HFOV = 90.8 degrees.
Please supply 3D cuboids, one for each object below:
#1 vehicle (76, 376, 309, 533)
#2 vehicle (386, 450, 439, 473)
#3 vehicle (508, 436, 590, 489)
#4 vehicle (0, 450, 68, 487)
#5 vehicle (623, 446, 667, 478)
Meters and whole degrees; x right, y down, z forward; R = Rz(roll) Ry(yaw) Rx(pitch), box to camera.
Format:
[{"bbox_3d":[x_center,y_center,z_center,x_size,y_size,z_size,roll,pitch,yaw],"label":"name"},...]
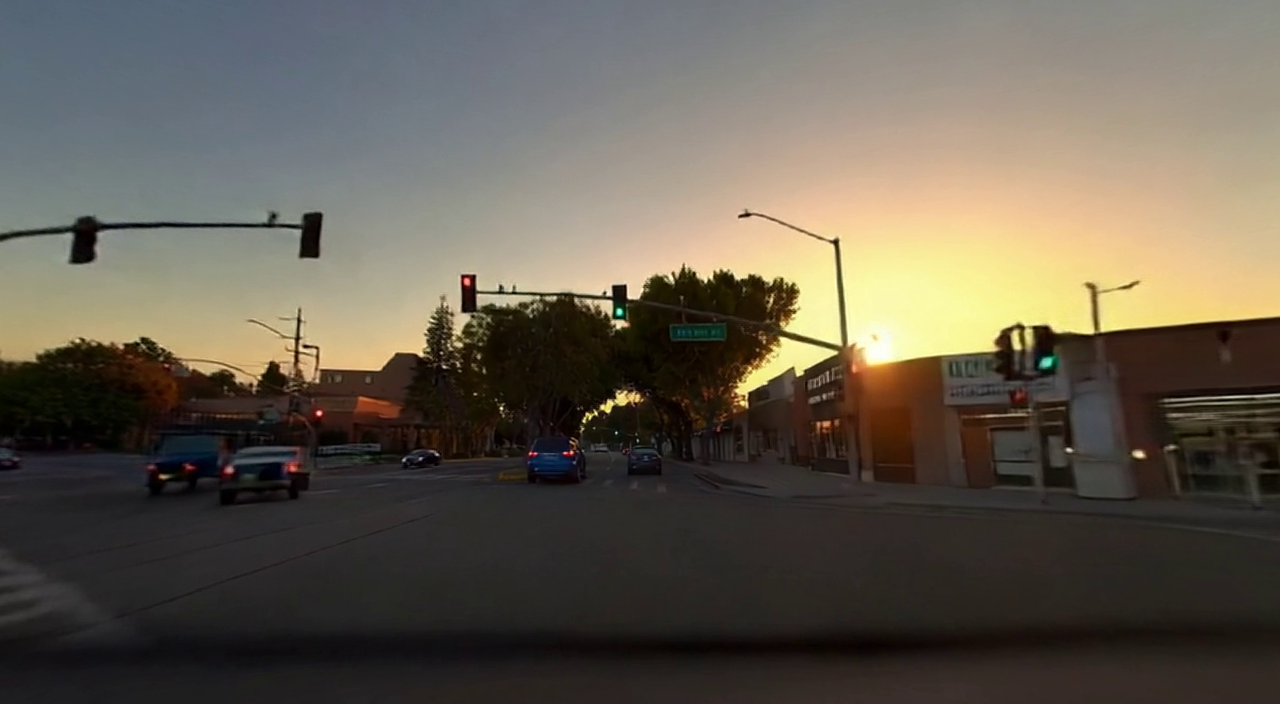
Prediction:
[{"bbox_3d":[-8.952,2.122,13.347,2.507,2.667,4.567,2,-9,-16],"label":"vehicle"},{"bbox_3d":[-16.022,7.701,44.830,1.912,1.432,5.070,-3,-9,0],"label":"vehicle"},{"bbox_3d":[-3.320,4.199,24.276,2.464,1.777,5.128,0,-9,-1],"label":"vehicle"},{"bbox_3d":[-35.770,6.806,37.209,4.487,2.039,2.086,-7,-11,37],"label":"vehicle"},{"bbox_3d":[0.236,5.536,32.115,2.103,1.487,4.101,0,-9,0],"label":"vehicle"}]
